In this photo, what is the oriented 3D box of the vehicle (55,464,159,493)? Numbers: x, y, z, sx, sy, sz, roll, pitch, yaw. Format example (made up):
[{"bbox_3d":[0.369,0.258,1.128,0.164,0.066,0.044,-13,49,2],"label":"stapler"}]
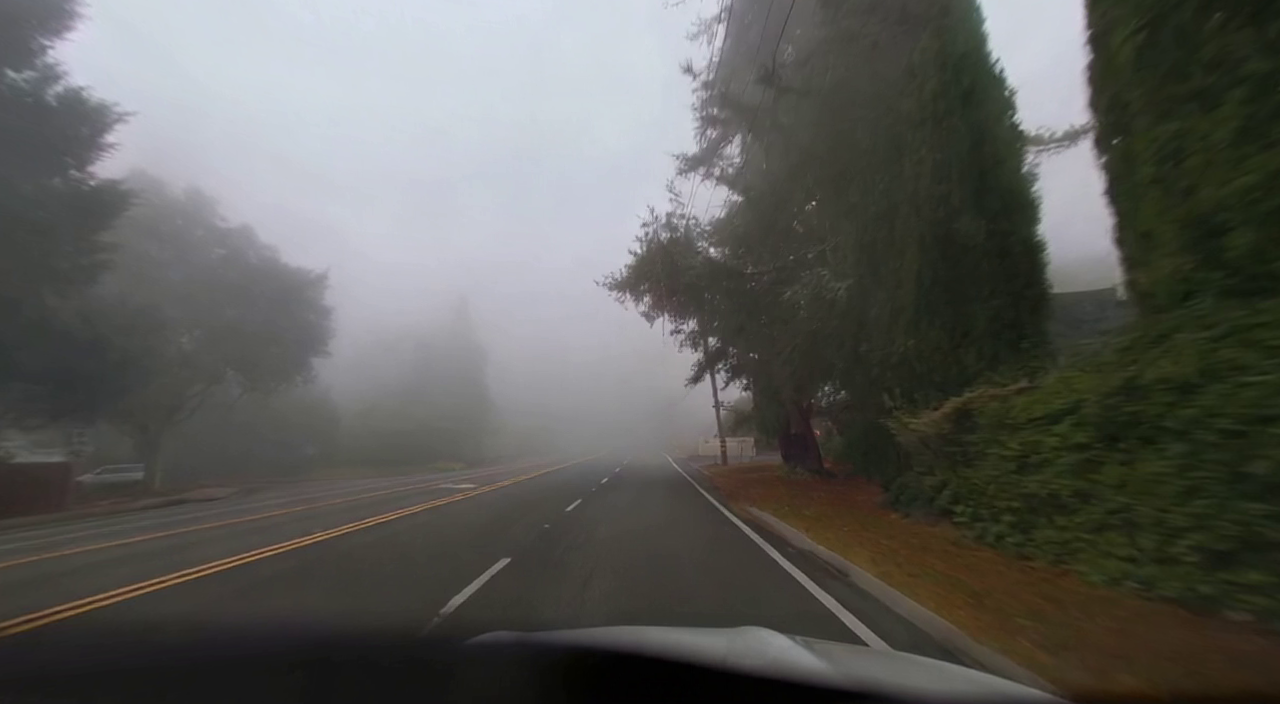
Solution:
[{"bbox_3d":[-29.703,7.037,35.209,4.175,1.462,1.822,-1,-8,2],"label":"vehicle"}]
